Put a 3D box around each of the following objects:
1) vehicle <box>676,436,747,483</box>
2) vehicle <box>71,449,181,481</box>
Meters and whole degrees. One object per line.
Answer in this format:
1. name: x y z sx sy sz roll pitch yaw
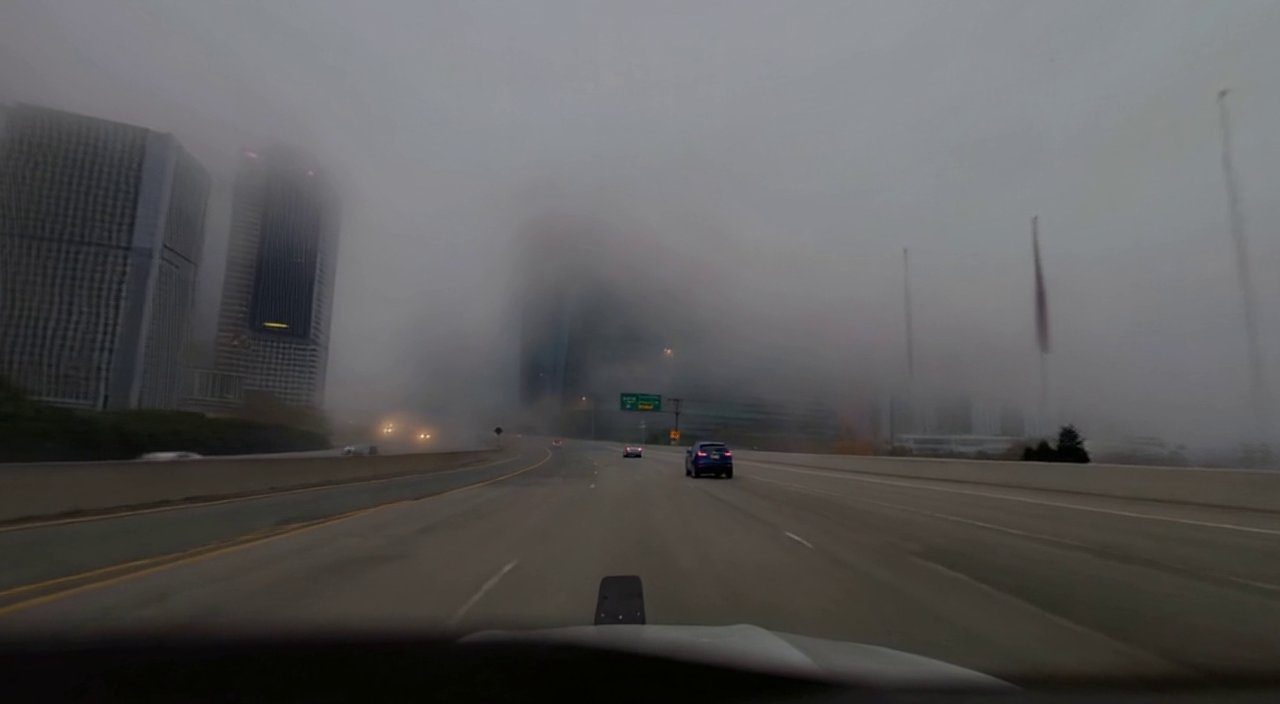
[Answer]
1. vehicle: 2.852 4.439 26.383 2.110 1.780 4.682 0 -9 -4
2. vehicle: -25.797 5.659 31.978 1.886 1.430 4.564 0 -9 -3
